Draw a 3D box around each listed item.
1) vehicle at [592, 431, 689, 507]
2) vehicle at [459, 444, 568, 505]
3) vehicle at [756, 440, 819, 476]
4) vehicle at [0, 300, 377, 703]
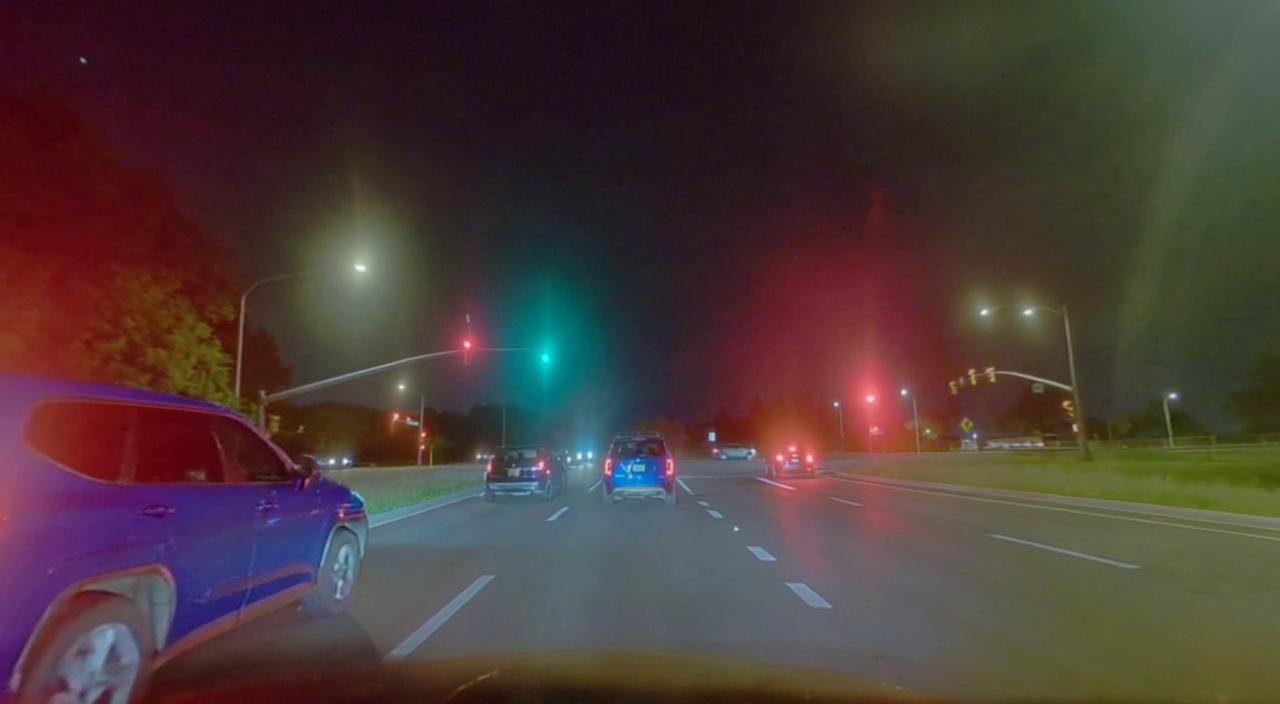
[{"bbox_3d":[0.023,3.096,17.160,2.298,1.770,4.138,0,-8,0],"label":"vehicle"},{"bbox_3d":[-3.437,3.420,18.234,2.061,1.504,5.142,0,-8,0],"label":"vehicle"},{"bbox_3d":[7.941,5.741,34.444,2.166,1.761,4.692,0,-8,-1],"label":"vehicle"},{"bbox_3d":[-3.512,0.843,2.930,2.320,1.863,5.148,0,-8,0],"label":"vehicle"}]
